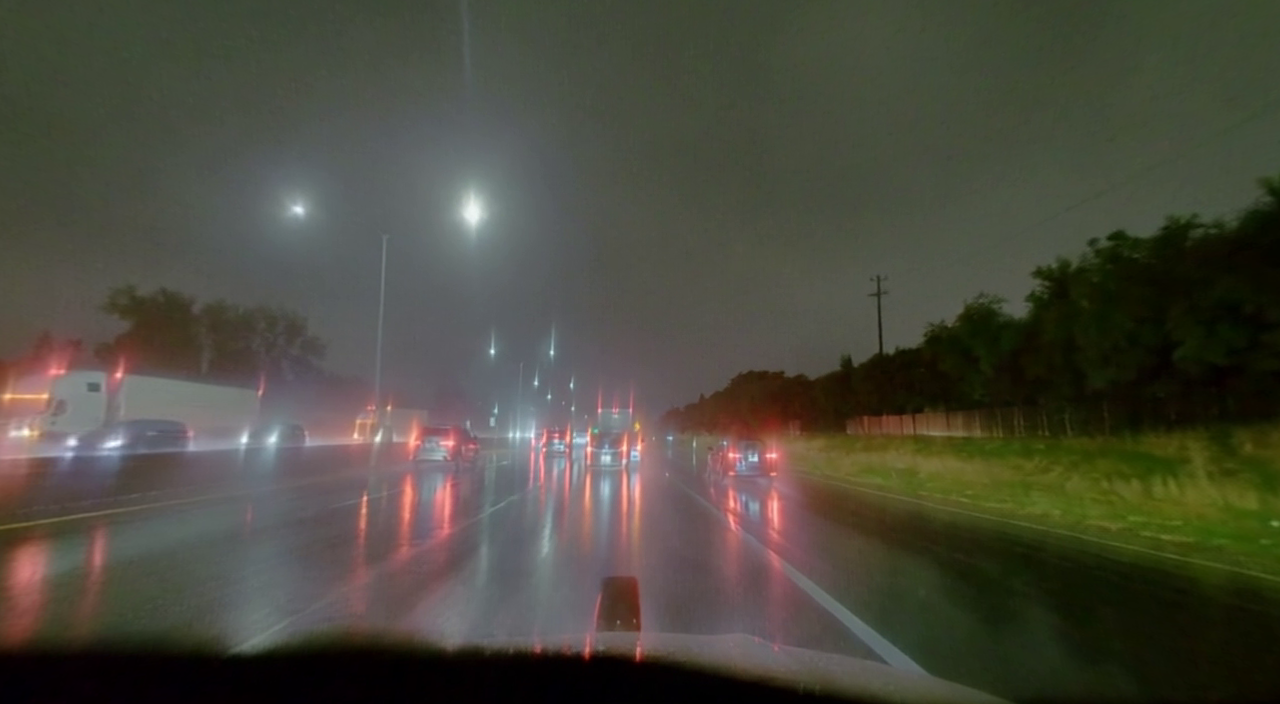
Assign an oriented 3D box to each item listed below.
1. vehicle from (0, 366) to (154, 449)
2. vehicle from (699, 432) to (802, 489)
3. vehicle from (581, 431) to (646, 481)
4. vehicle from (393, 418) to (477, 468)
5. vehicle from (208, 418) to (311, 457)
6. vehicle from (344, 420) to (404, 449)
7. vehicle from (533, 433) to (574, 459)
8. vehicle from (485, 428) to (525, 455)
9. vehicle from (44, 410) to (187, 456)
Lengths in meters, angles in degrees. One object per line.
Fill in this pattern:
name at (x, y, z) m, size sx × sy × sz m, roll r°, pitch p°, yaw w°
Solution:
vehicle at (-28.410, 2.944, 32.006) m, size 2.908 × 3.868 × 5.411 m, roll 0°, pitch -8°, yaw -3°
vehicle at (3.135, 3.159, 18.830) m, size 1.981 × 1.474 × 4.396 m, roll 0°, pitch -8°, yaw -4°
vehicle at (-0.882, 3.398, 20.890) m, size 1.980 × 1.478 × 3.758 m, roll 0°, pitch -8°, yaw -2°
vehicle at (-8.719, 3.906, 27.194) m, size 2.158 × 1.943 × 4.662 m, roll 0°, pitch -8°, yaw -2°
vehicle at (-15.830, 3.584, 26.411) m, size 1.903 × 1.506 × 3.980 m, roll 0°, pitch -8°, yaw -2°
vehicle at (-16.197, 5.068, 38.502) m, size 1.993 × 1.617 × 4.277 m, roll 0°, pitch -8°, yaw -3°
vehicle at (-5.275, 5.781, 38.759) m, size 2.046 × 1.493 × 4.384 m, roll 0°, pitch -8°, yaw -2°
vehicle at (-9.482, 6.308, 44.468) m, size 1.992 × 1.838 × 4.493 m, roll 0°, pitch -8°, yaw -2°
vehicle at (-19.496, 3.063, 23.648) m, size 1.831 × 1.575 × 4.218 m, roll 0°, pitch -8°, yaw -3°
